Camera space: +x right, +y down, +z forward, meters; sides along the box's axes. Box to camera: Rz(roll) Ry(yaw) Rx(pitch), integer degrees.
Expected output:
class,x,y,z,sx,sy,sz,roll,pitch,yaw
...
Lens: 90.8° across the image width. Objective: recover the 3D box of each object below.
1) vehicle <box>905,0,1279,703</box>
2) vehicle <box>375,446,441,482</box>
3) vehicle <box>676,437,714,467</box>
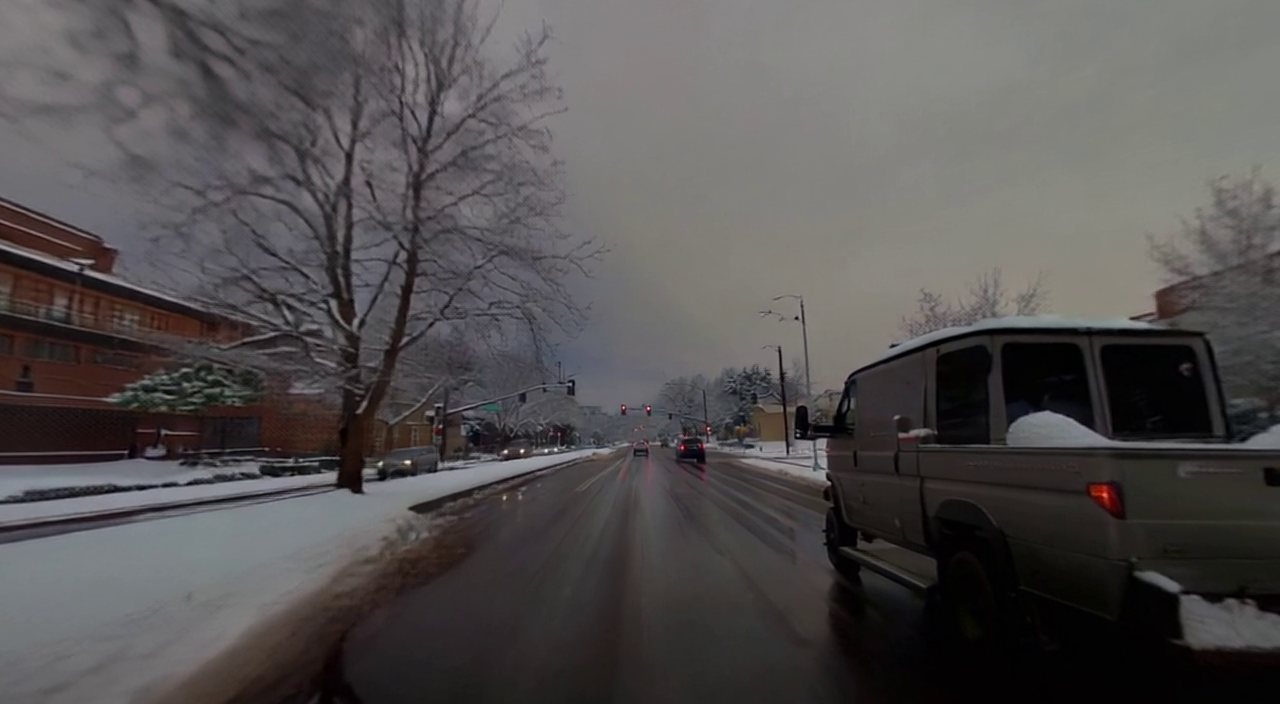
class,x,y,z,sx,sy,sz,roll,pitch,yaw
vehicle,3.804,-0.242,0.376,2.731,3.407,10.262,0,-9,-1
vehicle,-13.652,6.568,37.499,2.140,1.961,4.641,0,-9,1
vehicle,3.731,6.899,43.724,2.099,1.936,4.575,0,-9,-1
